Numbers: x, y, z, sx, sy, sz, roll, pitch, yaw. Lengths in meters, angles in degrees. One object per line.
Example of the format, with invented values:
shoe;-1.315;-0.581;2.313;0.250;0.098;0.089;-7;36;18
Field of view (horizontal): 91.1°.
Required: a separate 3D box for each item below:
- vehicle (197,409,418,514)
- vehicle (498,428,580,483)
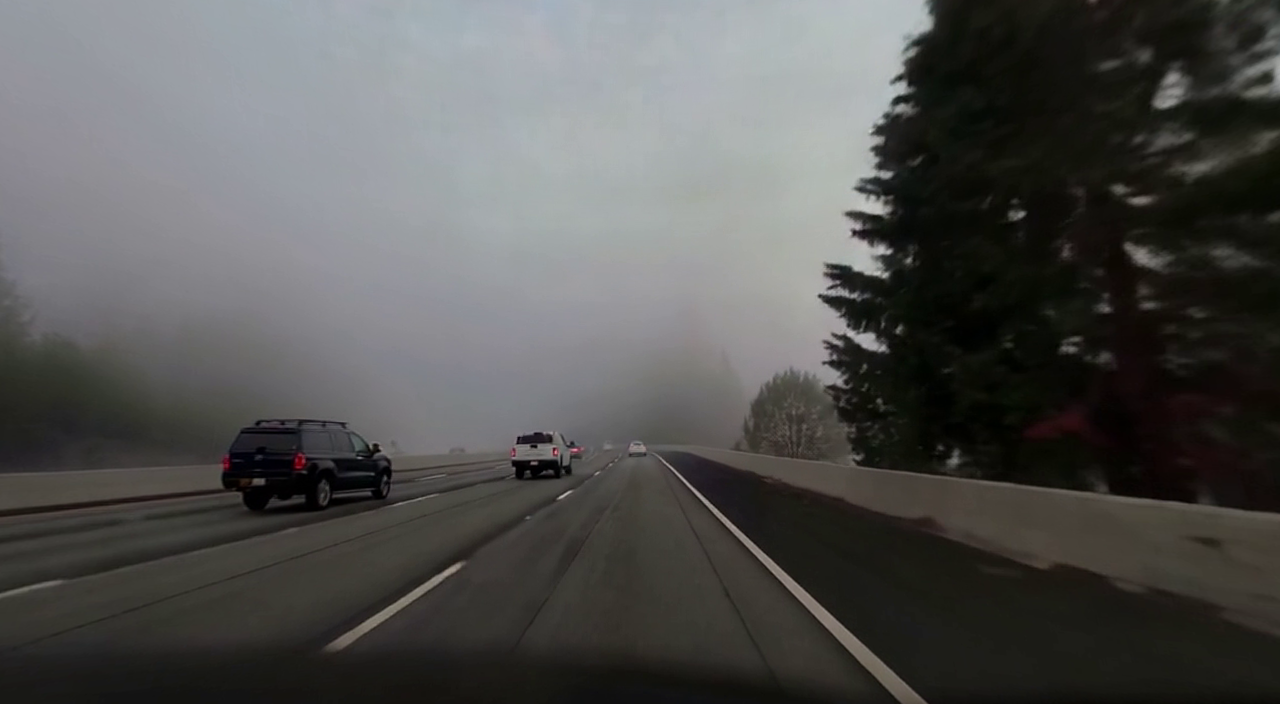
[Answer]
vehicle;-7.225;2.456;14.554;2.160;1.949;5.293;0;-8;1
vehicle;-3.614;3.825;23.499;2.142;1.789;5.009;0;-8;1
